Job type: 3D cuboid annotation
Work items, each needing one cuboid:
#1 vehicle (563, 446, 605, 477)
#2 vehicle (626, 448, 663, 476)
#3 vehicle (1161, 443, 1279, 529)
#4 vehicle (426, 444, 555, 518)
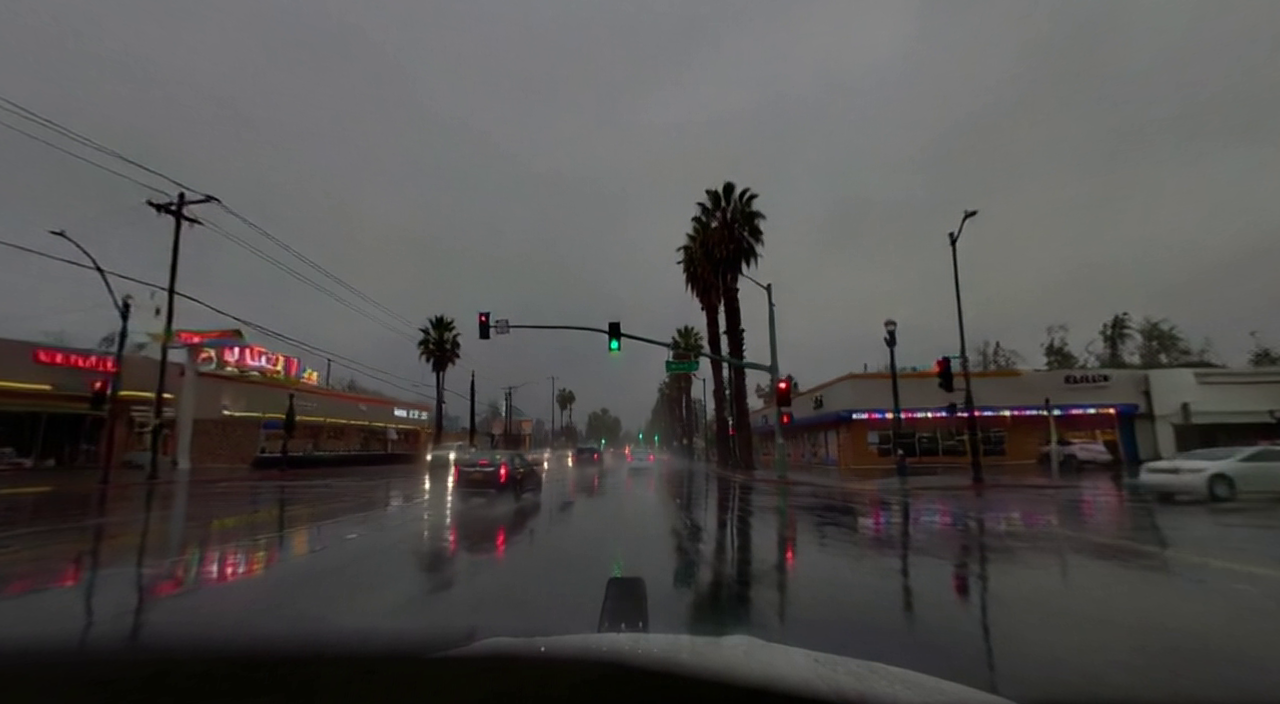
[{"bbox_3d":[-3.140,6.174,35.807,1.979,1.634,3.957,0,-8,1],"label":"vehicle"},{"bbox_3d":[0.241,6.521,37.398,2.094,1.496,4.070,0,-8,0],"label":"vehicle"},{"bbox_3d":[12.648,2.382,11.527,4.361,1.428,1.944,0,-8,0],"label":"vehicle"},{"bbox_3d":[-3.386,2.985,15.157,1.904,1.513,4.410,0,-8,2],"label":"vehicle"}]
